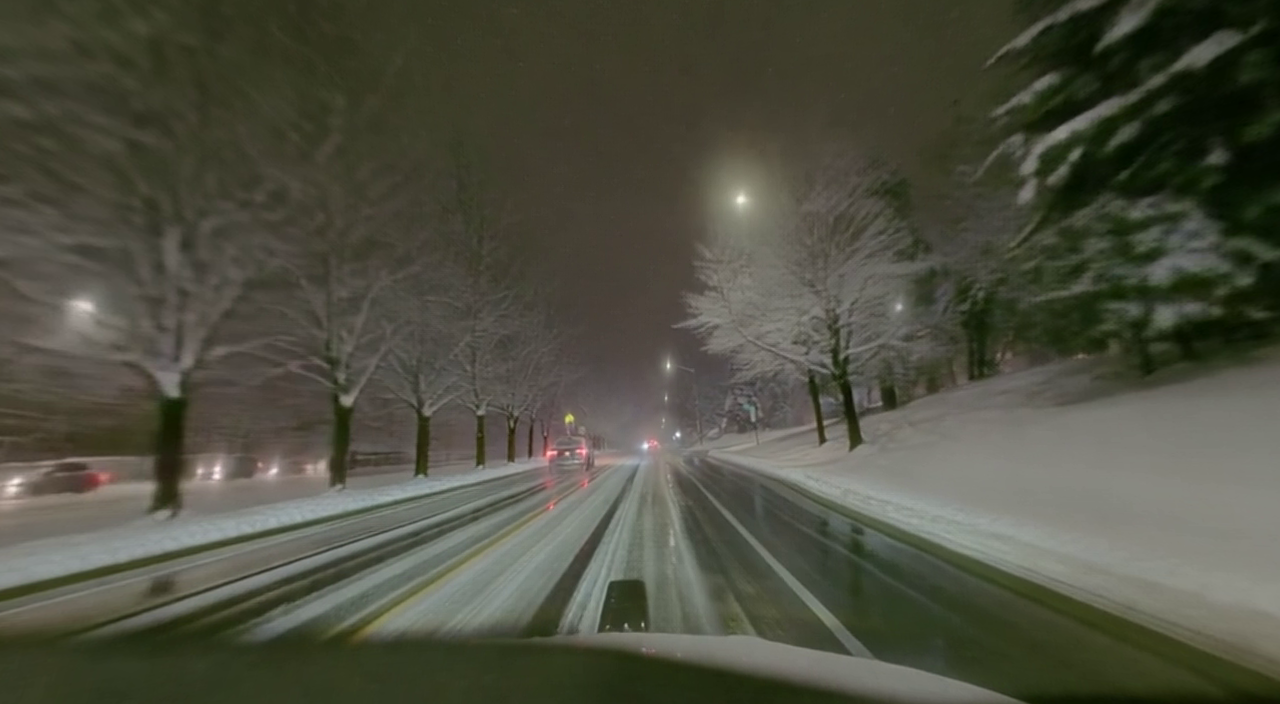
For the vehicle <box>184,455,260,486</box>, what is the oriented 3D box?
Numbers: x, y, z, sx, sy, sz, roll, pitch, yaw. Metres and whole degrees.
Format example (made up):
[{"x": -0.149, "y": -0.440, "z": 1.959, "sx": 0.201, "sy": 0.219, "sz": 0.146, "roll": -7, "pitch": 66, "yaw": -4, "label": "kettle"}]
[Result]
[{"x": -29.090, "y": 8.219, "z": 44.083, "sx": 1.968, "sy": 1.821, "sz": 4.810, "roll": -3, "pitch": -8, "yaw": 1, "label": "vehicle"}]

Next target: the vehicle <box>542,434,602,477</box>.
[{"x": -2.859, "y": 4.488, "z": 27.529, "sx": 2.016, "sy": 1.694, "sz": 4.335, "roll": 0, "pitch": -8, "yaw": 2, "label": "vehicle"}]

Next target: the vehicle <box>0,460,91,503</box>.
[{"x": -29.685, "y": 6.179, "z": 30.274, "sx": 1.992, "sy": 1.792, "sz": 4.929, "roll": 0, "pitch": -8, "yaw": 2, "label": "vehicle"}]
